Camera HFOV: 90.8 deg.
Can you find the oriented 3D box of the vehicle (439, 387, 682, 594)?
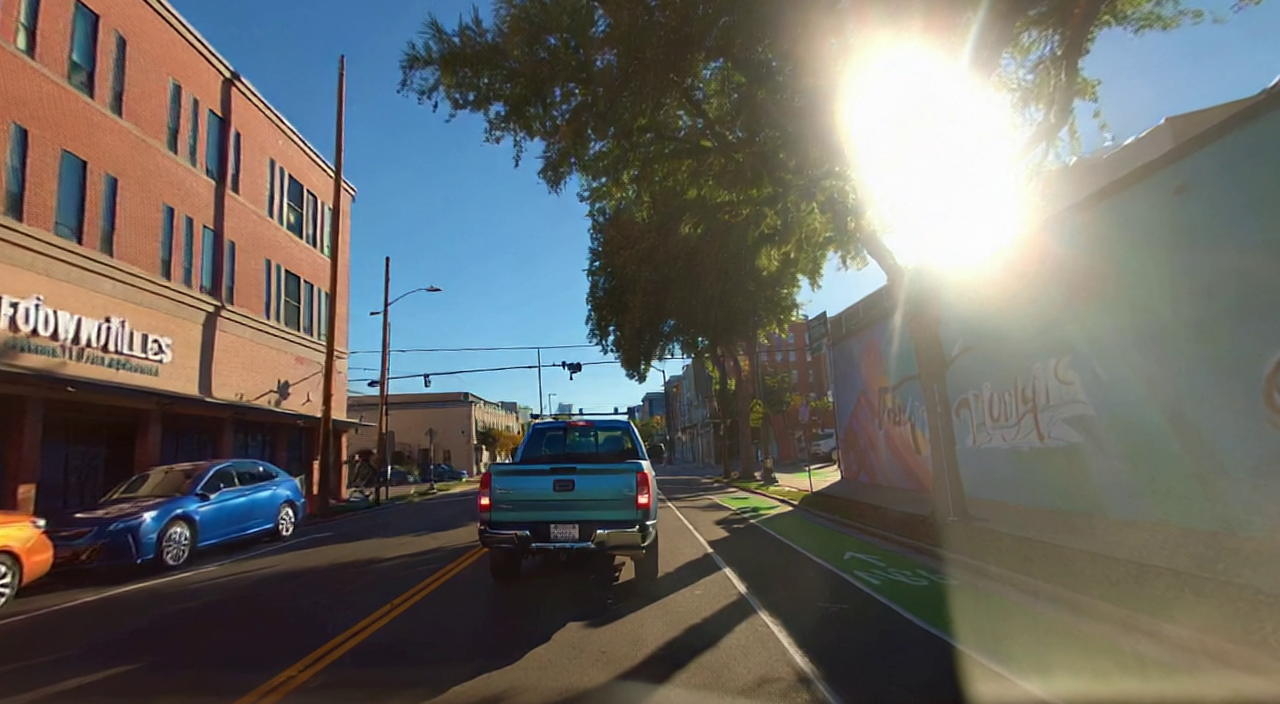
[{"bbox_3d":[-0.697,1.604,8.161,2.215,1.882,4.611,0,-8,1],"label":"vehicle"}]

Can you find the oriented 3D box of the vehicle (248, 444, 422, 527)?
[{"bbox_3d":[-7.392,3.222,16.063,1.884,1.730,5.076,0,-8,0],"label":"vehicle"}]

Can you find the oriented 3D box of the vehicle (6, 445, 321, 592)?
[{"bbox_3d":[-7.238,2.457,10.373,1.882,1.686,4.489,-4,-8,-3],"label":"vehicle"}]
